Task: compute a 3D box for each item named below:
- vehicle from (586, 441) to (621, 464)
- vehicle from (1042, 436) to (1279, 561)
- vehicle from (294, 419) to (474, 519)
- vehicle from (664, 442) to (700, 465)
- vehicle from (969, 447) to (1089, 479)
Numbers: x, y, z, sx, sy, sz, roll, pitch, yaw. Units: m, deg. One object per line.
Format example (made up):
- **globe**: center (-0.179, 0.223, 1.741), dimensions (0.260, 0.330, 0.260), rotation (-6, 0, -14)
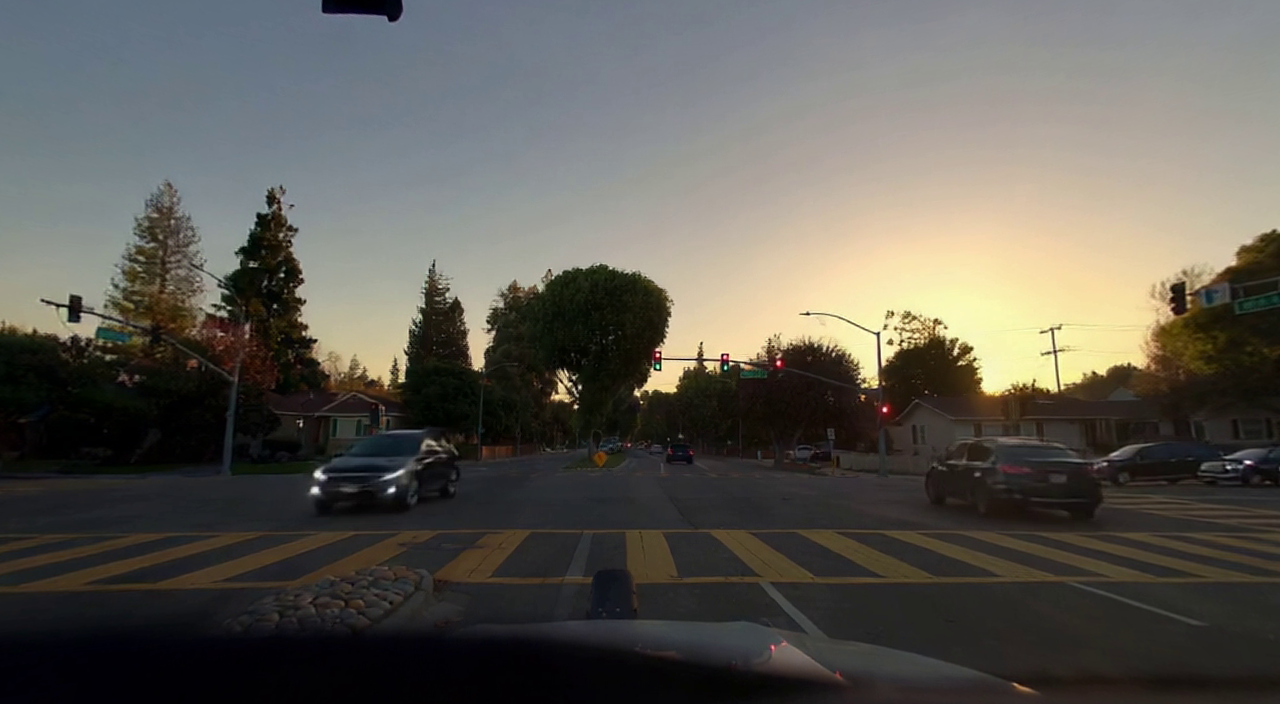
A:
- **vehicle**: center (-2.381, 6.710, 42.283), dimensions (2.045, 1.484, 3.991), rotation (0, -9, 0)
- **vehicle**: center (7.995, 2.123, 10.019), dimensions (1.961, 1.494, 4.438), rotation (-4, -9, 23)
- **vehicle**: center (-4.983, 2.336, 13.063), dimensions (2.025, 1.704, 4.104), rotation (0, -9, -1)
- **vehicle**: center (2.752, 6.760, 42.324), dimensions (1.947, 1.467, 4.455), rotation (0, -9, -1)
- **vehicle**: center (19.748, 5.632, 32.224), dimensions (4.874, 1.544, 1.779), rotation (0, -9, 1)
